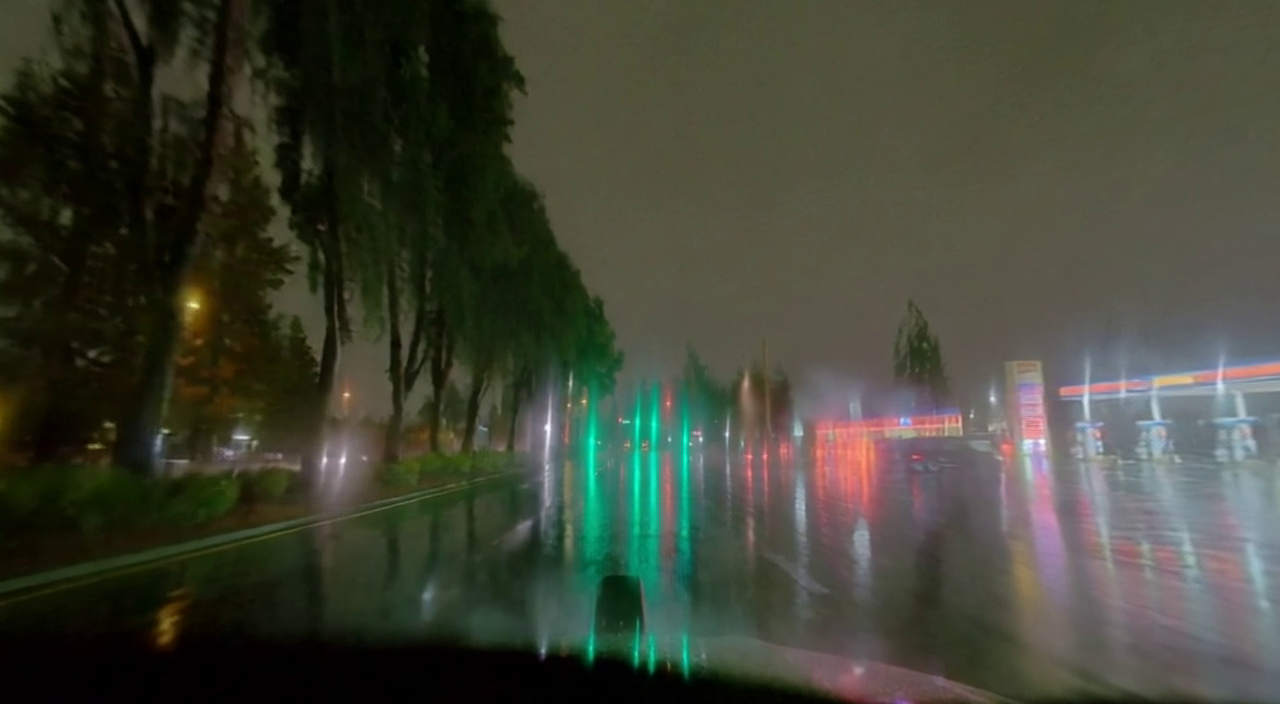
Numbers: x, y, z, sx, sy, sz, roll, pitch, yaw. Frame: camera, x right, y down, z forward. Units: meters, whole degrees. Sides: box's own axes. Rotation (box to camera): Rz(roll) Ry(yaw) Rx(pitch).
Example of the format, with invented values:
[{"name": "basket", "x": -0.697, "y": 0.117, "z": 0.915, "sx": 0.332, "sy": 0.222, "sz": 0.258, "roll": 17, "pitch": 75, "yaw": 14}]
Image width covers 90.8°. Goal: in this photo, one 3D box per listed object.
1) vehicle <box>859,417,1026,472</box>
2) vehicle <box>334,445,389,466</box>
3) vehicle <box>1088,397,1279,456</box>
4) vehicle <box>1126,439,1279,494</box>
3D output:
[{"name": "vehicle", "x": 13.300, "y": 4.135, "z": 28.160, "sx": 6.063, "sy": 2.313, "sz": 2.534, "roll": 0, "pitch": -8, "yaw": 1}, {"name": "vehicle", "x": -20.173, "y": 7.486, "z": 45.983, "sx": 1.846, "sy": 1.461, "sz": 4.674, "roll": 0, "pitch": -8, "yaw": 1}, {"name": "vehicle", "x": 38.001, "y": 5.214, "z": 43.814, "sx": 11.260, "sy": 3.858, "sz": 3.063, "roll": 0, "pitch": -9, "yaw": 0}, {"name": "vehicle", "x": 17.648, "y": 3.450, "z": 19.353, "sx": 1.815, "sy": 1.471, "sz": 4.398, "roll": 0, "pitch": -9, "yaw": -3}]
